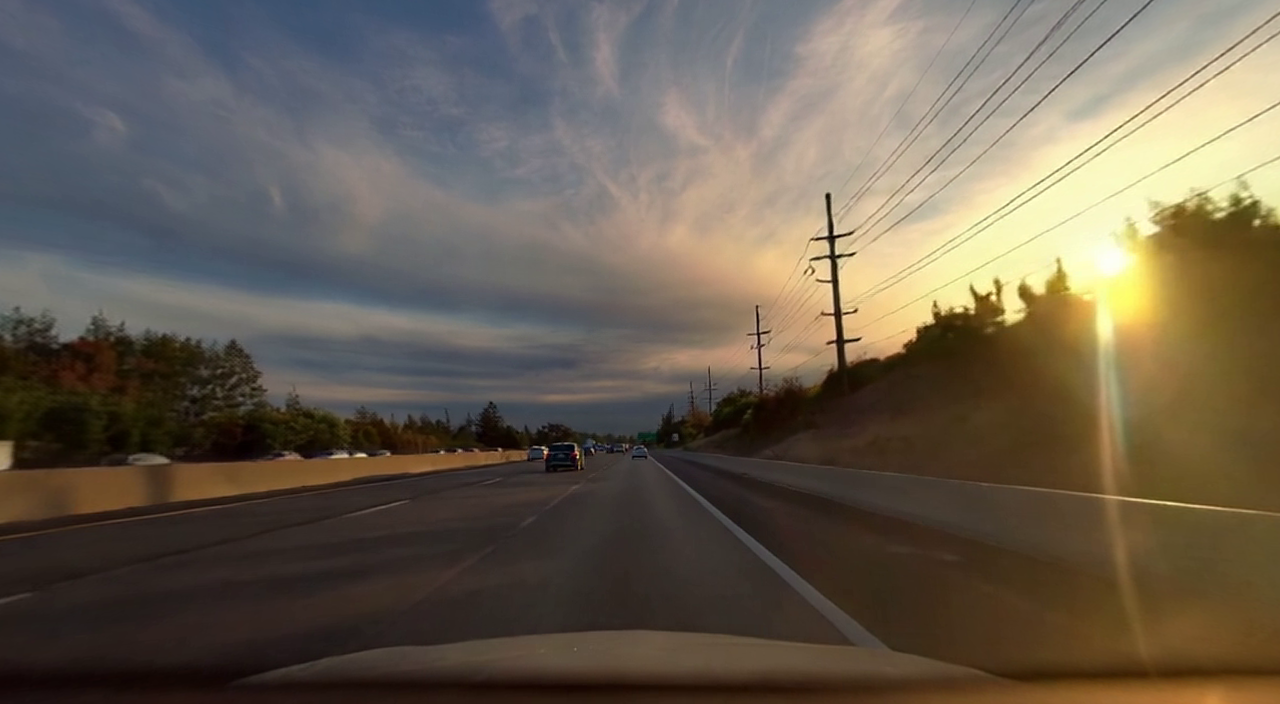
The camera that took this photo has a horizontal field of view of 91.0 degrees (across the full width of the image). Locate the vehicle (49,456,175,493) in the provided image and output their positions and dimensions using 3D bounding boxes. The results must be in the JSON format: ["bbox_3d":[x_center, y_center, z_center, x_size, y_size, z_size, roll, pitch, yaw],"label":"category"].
[{"bbox_3d":[-25.021,5.785,30.092,2.017,1.565,4.577,0,-9,0],"label":"vehicle"}]

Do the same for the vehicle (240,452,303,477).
[{"bbox_3d":[-28.819,8.781,49.381,2.006,1.760,4.774,0,-9,0],"label":"vehicle"}]

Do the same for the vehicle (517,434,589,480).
[{"bbox_3d":[-3.955,4.940,29.751,2.577,1.939,5.408,0,-9,0],"label":"vehicle"}]
